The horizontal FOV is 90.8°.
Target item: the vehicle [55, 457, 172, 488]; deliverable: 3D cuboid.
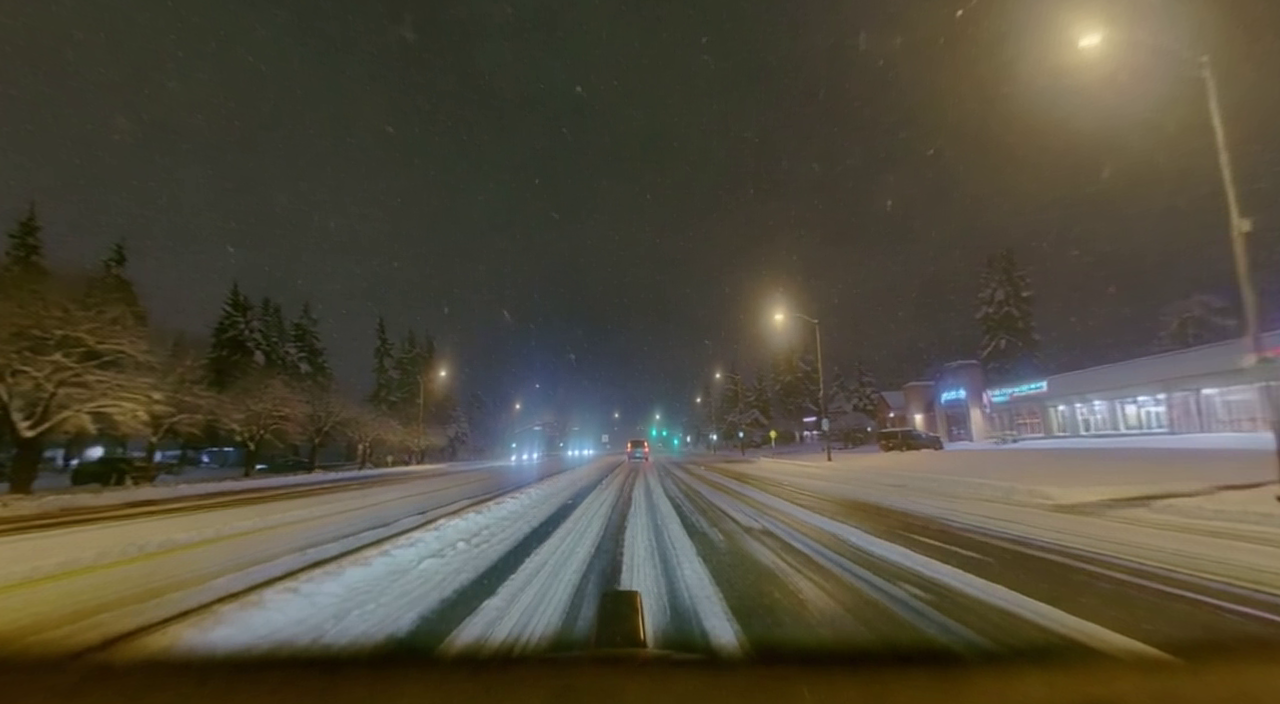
[{"bbox_3d":[-31.059,7.109,37.412,4.919,1.720,2.217,0,-9,1],"label":"vehicle"}]
